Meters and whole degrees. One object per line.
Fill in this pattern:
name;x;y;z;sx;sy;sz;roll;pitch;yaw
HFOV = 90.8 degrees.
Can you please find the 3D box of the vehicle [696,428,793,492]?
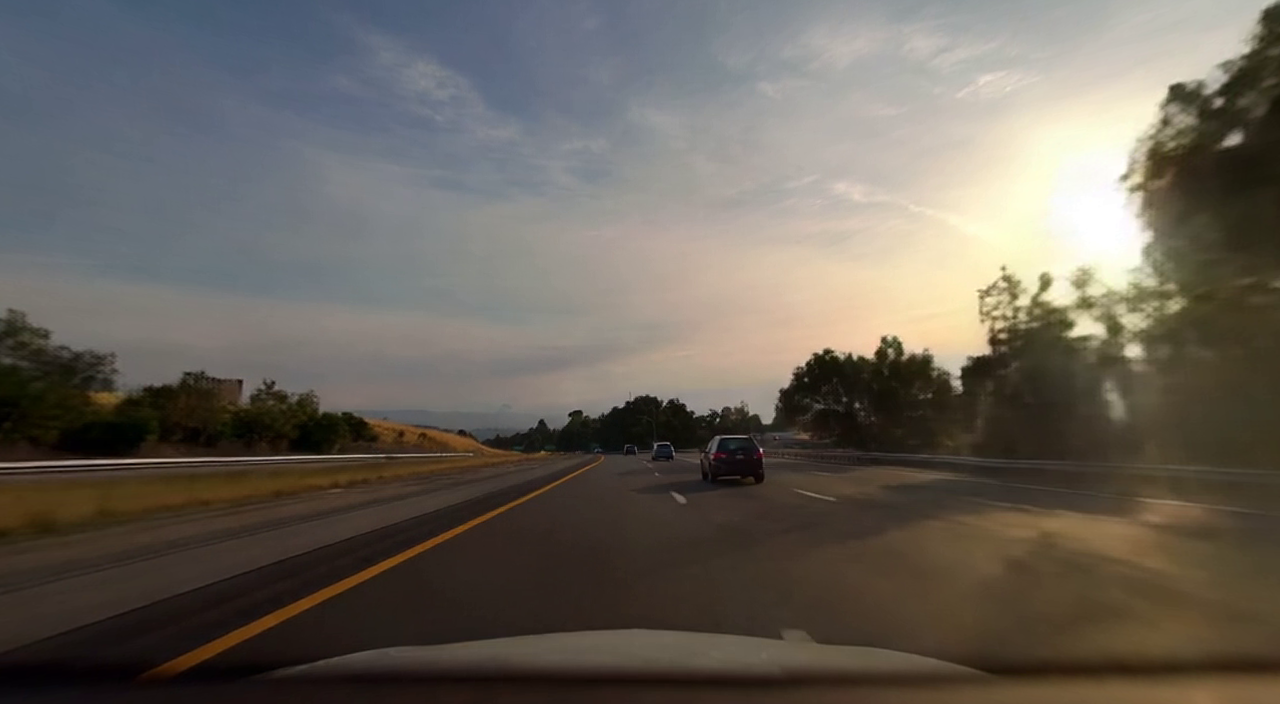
vehicle;3.152;3.408;20.283;2.141;1.785;4.778;0;-8;-2
